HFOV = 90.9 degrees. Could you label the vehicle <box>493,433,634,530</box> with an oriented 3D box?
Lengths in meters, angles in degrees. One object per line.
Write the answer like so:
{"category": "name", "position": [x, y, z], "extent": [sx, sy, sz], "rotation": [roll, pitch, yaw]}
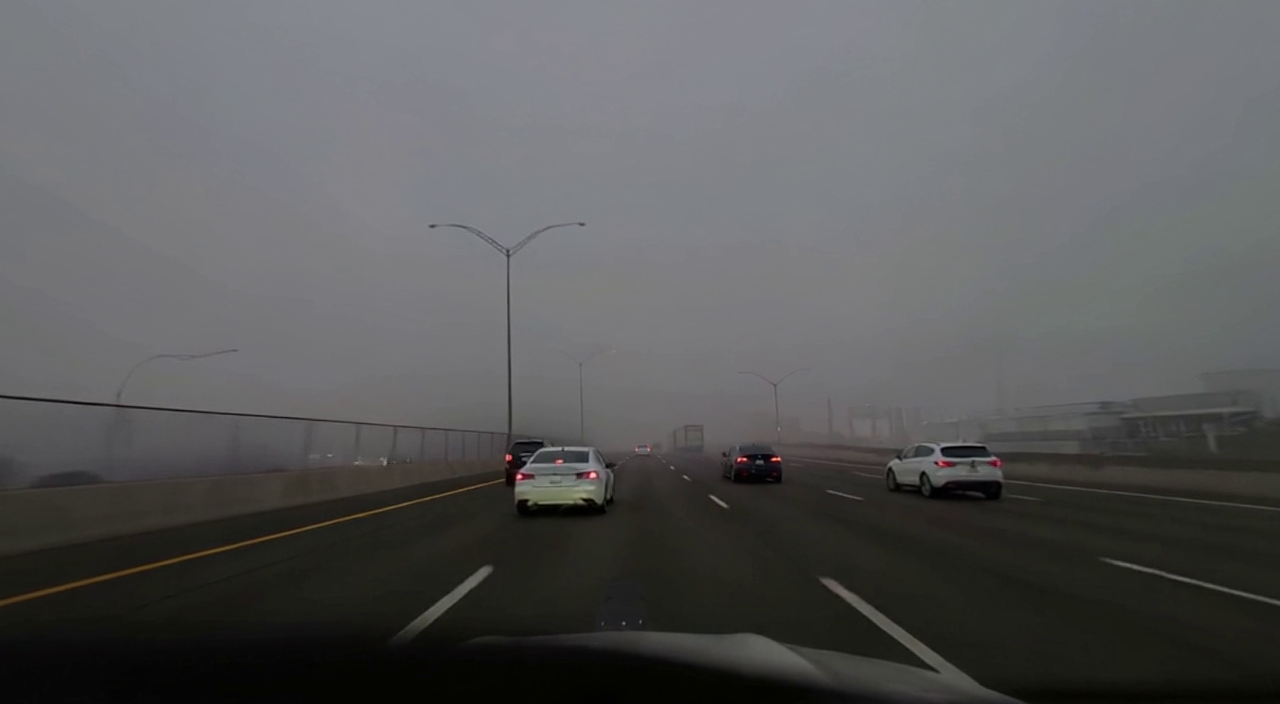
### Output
{"category": "vehicle", "position": [-1.272, 2.459, 12.739], "extent": [2.067, 1.555, 4.851], "rotation": [-1, -8, 2]}

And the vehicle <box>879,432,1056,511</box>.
{"category": "vehicle", "position": [7.169, 2.631, 14.367], "extent": [1.860, 1.520, 3.961], "rotation": [0, -8, -1]}

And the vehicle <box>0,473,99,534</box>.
{"category": "vehicle", "position": [-34.865, 8.559, 36.137], "extent": [2.328, 2.809, 6.655], "rotation": [1, -8, -7]}

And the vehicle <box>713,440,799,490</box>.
{"category": "vehicle", "position": [3.711, 3.670, 20.984], "extent": [1.942, 1.453, 4.329], "rotation": [0, -8, -1]}
